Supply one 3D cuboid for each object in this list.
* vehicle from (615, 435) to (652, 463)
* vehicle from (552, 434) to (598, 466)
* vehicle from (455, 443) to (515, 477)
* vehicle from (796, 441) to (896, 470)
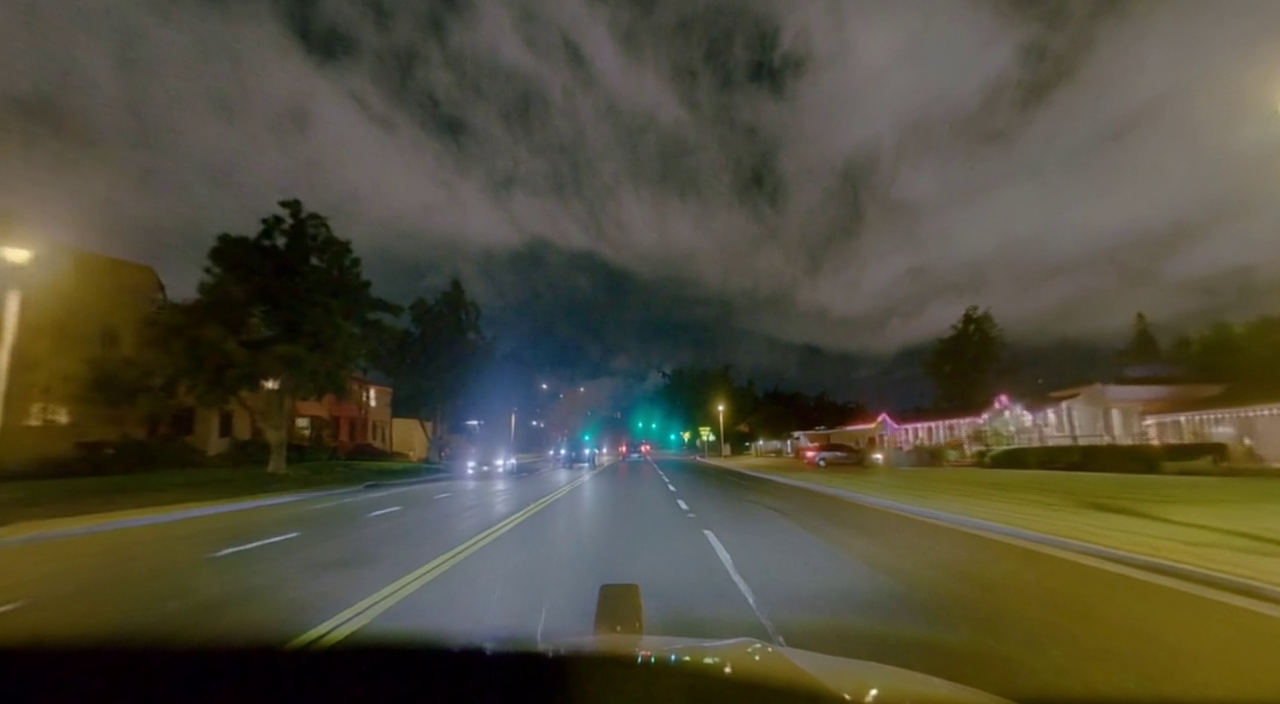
[{"bbox_3d":[-0.394,7.129,46.382,2.554,1.902,5.329,0,-9,1],"label":"vehicle"},{"bbox_3d":[-4.185,6.475,41.675,2.429,1.953,5.345,0,-9,1],"label":"vehicle"},{"bbox_3d":[-7.432,5.210,30.710,1.961,1.510,3.827,0,-9,0],"label":"vehicle"},{"bbox_3d":[11.110,5.605,34.289,4.697,1.462,1.881,0,-8,-2],"label":"vehicle"}]
